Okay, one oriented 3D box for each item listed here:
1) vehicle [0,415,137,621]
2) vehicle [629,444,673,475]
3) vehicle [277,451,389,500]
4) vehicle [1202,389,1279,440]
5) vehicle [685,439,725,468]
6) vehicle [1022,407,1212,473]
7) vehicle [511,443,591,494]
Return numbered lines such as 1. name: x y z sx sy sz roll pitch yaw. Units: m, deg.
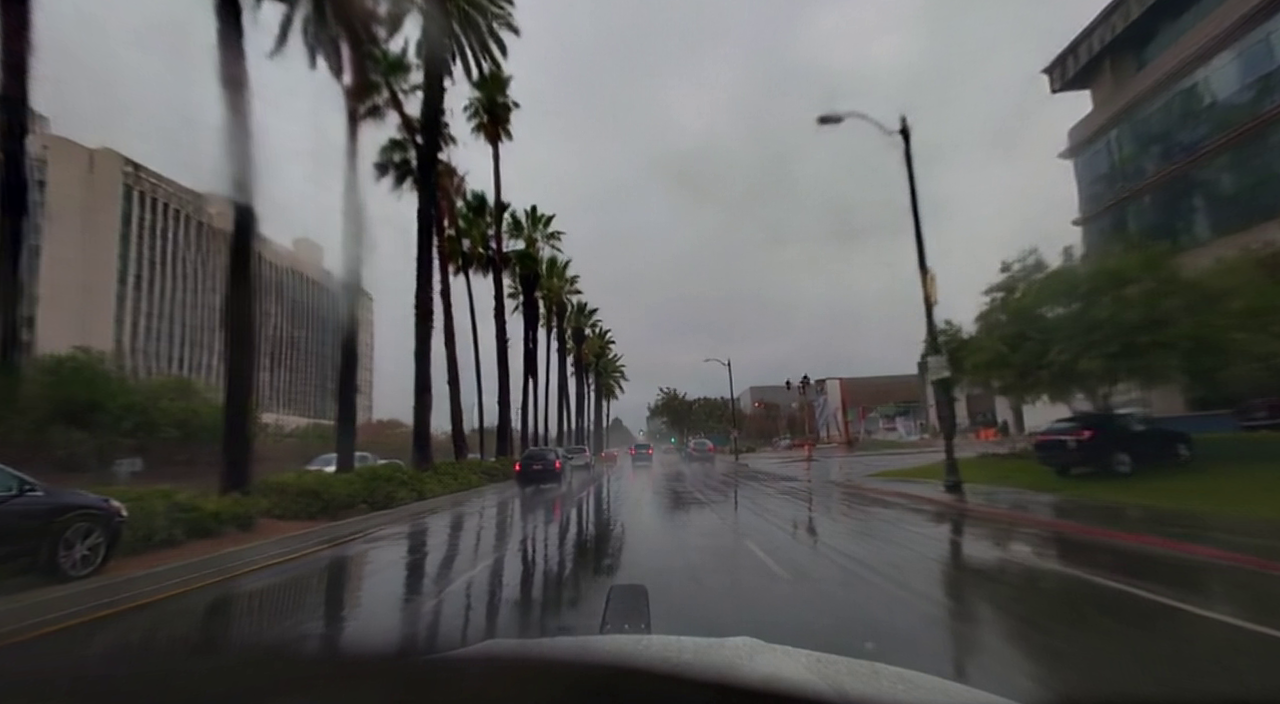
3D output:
1. vehicle: -6.466 1.277 4.447 2.030 1.730 4.506 -1 -8 1
2. vehicle: 0.558 5.612 33.076 2.147 1.507 3.953 0 -8 1
3. vehicle: -11.745 4.719 24.541 2.034 1.649 4.577 0 -8 0
4. vehicle: 22.212 2.336 22.789 4.554 1.635 1.864 6 -11 -37
5. vehicle: 4.211 6.680 41.698 2.108 1.785 4.334 0 -8 -1
6. vehicle: 12.113 2.278 16.014 4.378 1.463 1.824 5 -10 -23
7. vehicle: -2.835 3.834 21.103 1.908 1.505 4.369 -1 -8 2
